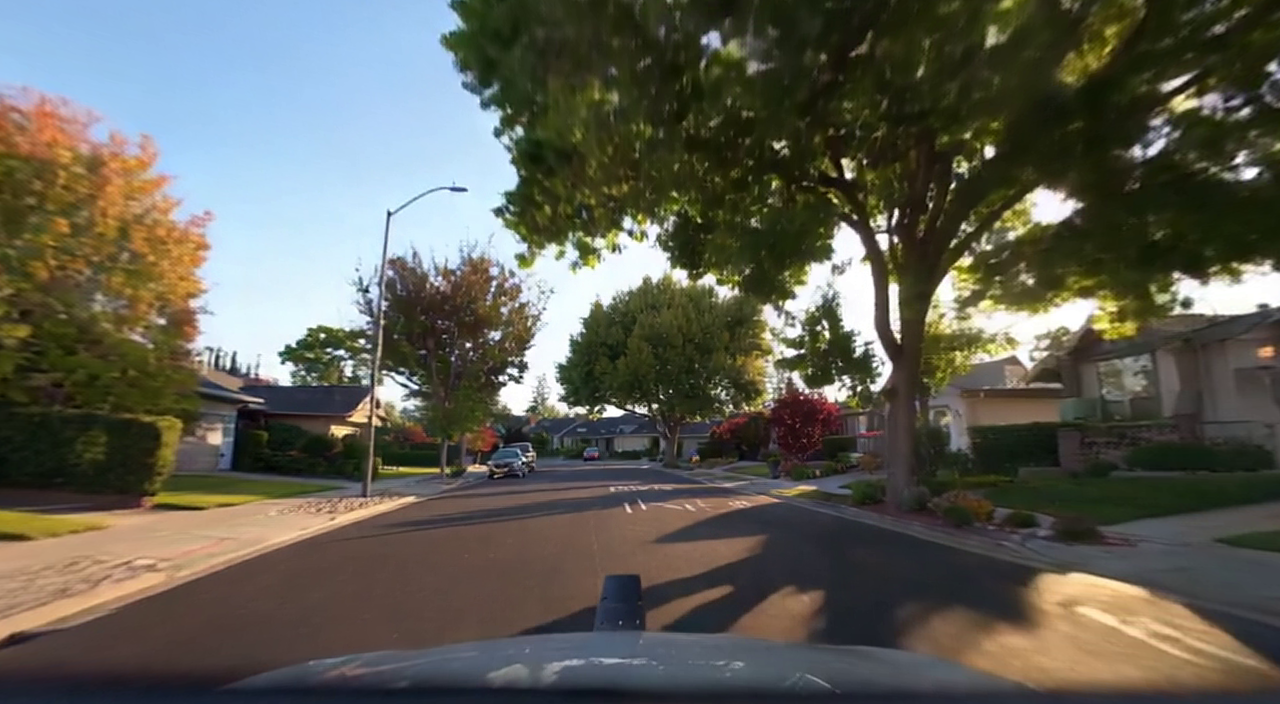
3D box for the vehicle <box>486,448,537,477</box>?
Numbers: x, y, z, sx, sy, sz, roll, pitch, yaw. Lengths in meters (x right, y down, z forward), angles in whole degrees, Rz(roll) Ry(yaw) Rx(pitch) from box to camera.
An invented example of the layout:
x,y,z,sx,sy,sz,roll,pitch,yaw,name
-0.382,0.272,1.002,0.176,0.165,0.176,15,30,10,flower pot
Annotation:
x,y,z,sx,sy,sz,roll,pitch,yaw,name
-6.728,5.801,33.262,2.017,1.397,4.004,1,-9,-3,vehicle
